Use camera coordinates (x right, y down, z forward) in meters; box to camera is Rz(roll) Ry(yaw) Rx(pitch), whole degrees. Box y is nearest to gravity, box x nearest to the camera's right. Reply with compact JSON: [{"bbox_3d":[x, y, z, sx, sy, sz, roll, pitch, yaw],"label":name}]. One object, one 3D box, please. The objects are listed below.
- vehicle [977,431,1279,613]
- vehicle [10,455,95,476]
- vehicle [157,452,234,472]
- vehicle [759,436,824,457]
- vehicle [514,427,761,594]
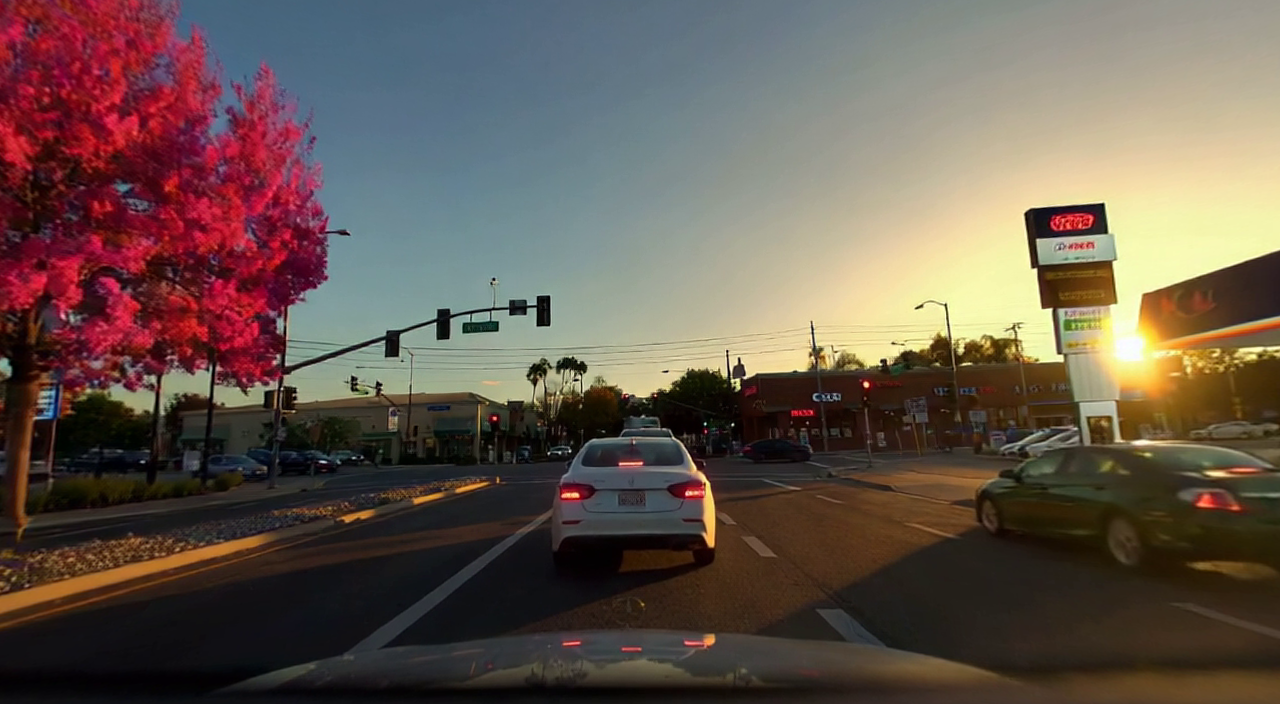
[{"bbox_3d":[6.233,1.753,7.551,1.942,1.511,4.390,0,-8,0],"label":"vehicle"},{"bbox_3d":[-43.421,8.370,46.616,4.609,1.465,1.944,-1,-8,7],"label":"vehicle"},{"bbox_3d":[-33.257,8.232,47.228,4.466,1.438,1.837,-1,-8,5],"label":"vehicle"},{"bbox_3d":[11.583,7.245,48.288,4.458,1.510,1.947,-6,-10,33],"label":"vehicle"},{"bbox_3d":[-0.047,1.726,7.759,2.213,1.482,4.057,0,-8,-1],"label":"vehicle"}]
